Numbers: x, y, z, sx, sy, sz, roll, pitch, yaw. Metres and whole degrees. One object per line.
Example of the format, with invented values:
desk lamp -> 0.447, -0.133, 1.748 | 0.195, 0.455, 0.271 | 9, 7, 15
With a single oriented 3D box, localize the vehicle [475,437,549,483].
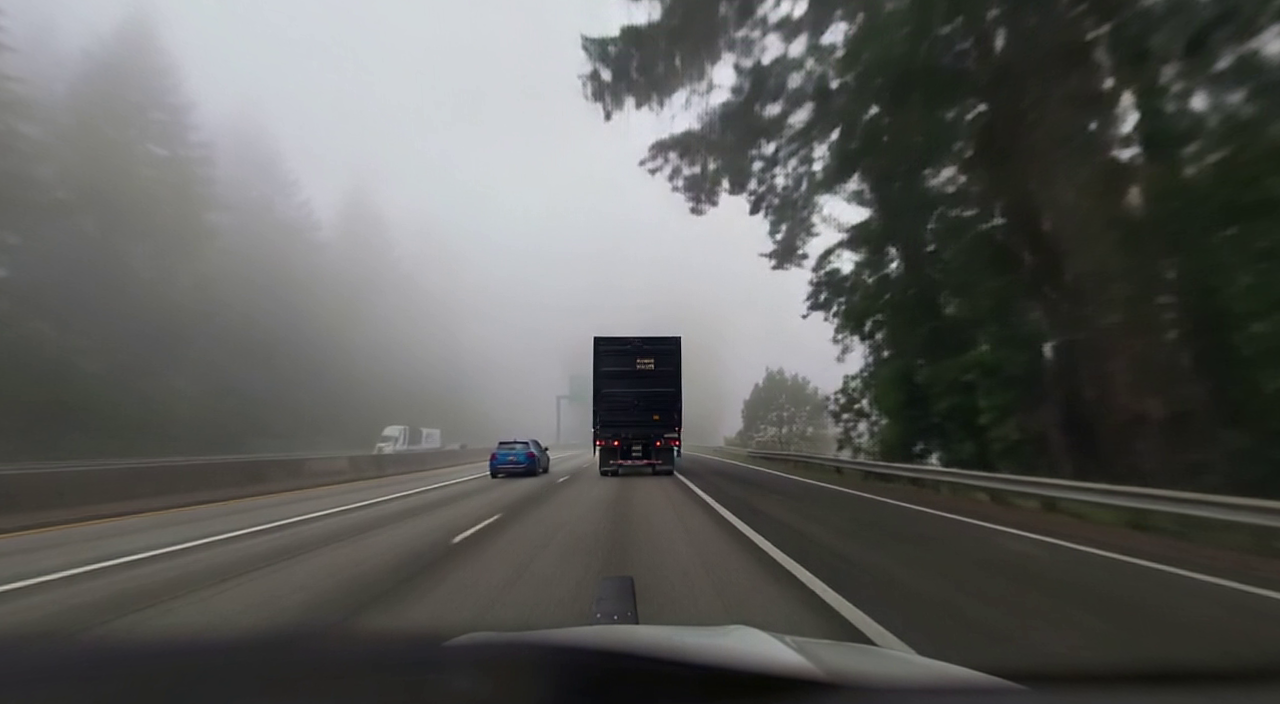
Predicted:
vehicle -> -4.608, 3.935, 23.288 | 1.854, 1.530, 4.268 | 0, -8, 0

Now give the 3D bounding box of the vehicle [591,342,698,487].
vehicle -> -0.007, 2.532, 23.594 | 3.073, 4.196, 10.546 | 0, -8, -1
